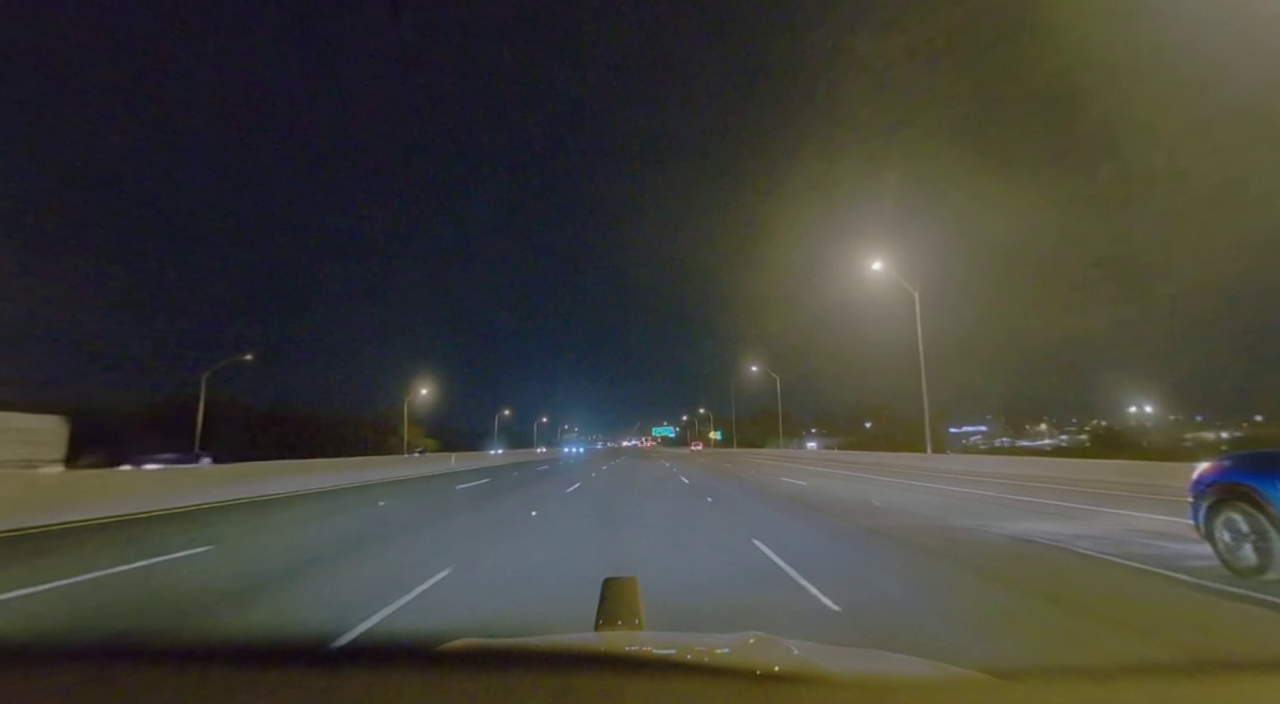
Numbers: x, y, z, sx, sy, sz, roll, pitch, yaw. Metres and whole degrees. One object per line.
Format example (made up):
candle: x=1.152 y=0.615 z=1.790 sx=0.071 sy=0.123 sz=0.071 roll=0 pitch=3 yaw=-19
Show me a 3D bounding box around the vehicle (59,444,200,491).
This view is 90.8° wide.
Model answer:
vehicle: x=-21.933 y=4.949 z=27.468 sx=2.079 sy=1.822 sz=4.786 roll=0 pitch=-8 yaw=0
